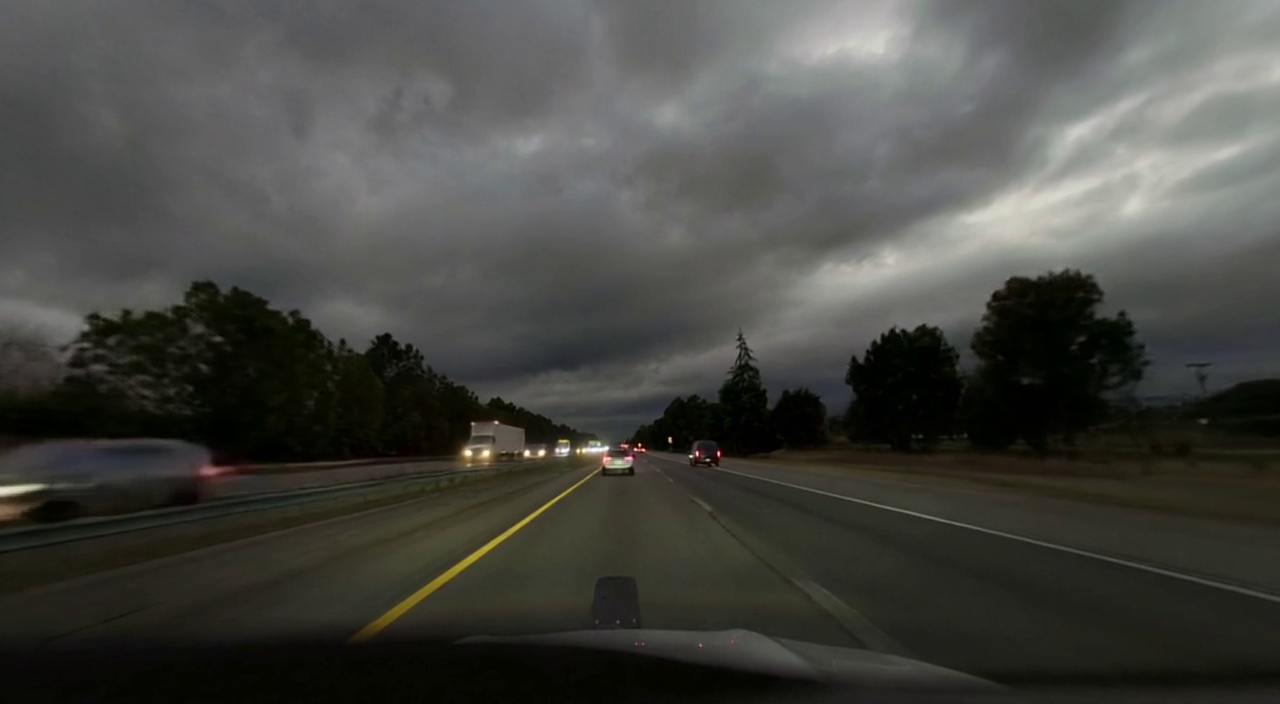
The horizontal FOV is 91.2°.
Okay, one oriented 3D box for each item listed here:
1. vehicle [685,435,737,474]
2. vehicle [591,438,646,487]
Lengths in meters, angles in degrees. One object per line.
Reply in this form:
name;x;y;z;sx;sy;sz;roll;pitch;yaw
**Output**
vehicle;3.815;5.621;34.498;2.179;1.930;4.538;0;-9;-1
vehicle;-0.796;4.256;24.440;1.963;1.711;4.284;0;-9;-1
